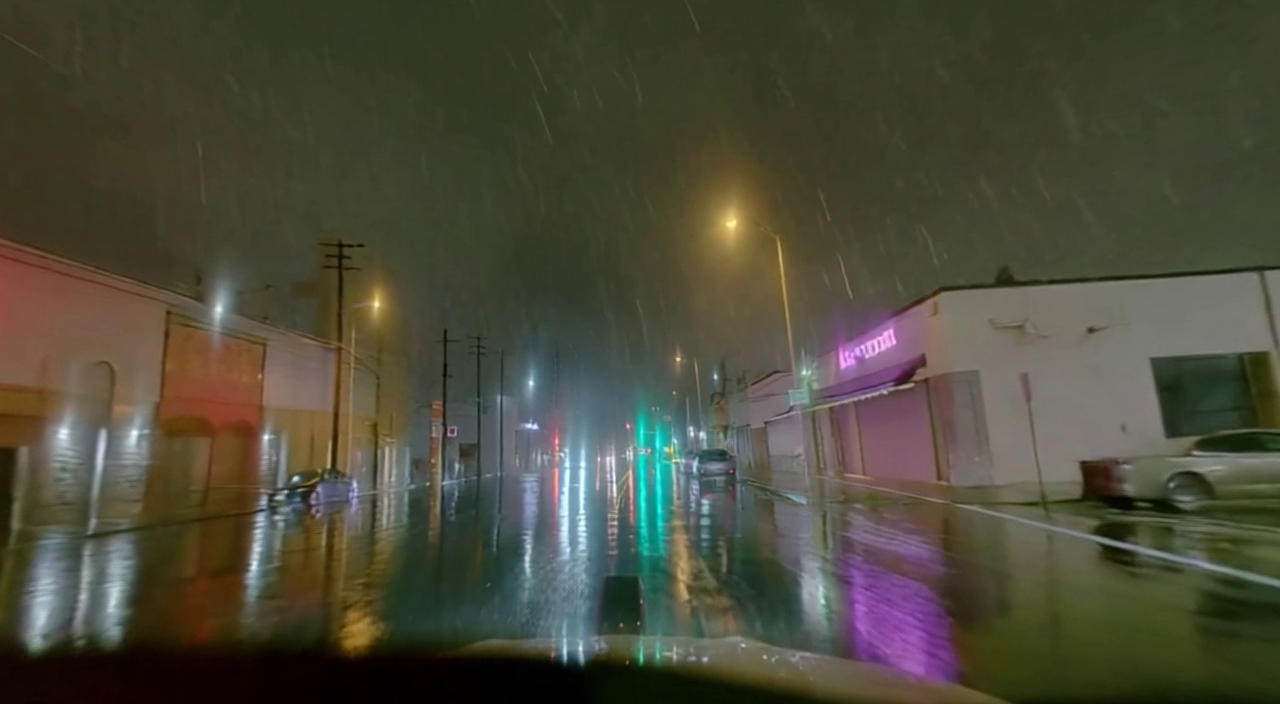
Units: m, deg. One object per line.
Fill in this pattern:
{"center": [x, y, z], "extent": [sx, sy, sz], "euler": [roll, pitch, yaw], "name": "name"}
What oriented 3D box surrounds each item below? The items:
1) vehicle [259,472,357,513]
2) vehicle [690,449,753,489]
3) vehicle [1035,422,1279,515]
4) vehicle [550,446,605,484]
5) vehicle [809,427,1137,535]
{"center": [-15.535, 6.576, 29.911], "extent": [2.073, 1.492, 4.687], "euler": [-1, -8, 1], "name": "vehicle"}
{"center": [3.425, 5.020, 27.477], "extent": [2.007, 1.558, 4.464], "euler": [0, -9, -2], "name": "vehicle"}
{"center": [10.847, 2.195, 12.140], "extent": [5.034, 1.590, 2.025], "euler": [-2, -9, 15], "name": "vehicle"}
{"center": [-3.228, 5.898, 33.454], "extent": [2.348, 1.831, 4.737], "euler": [0, -9, 1], "name": "vehicle"}
{"center": [5.441, 2.176, 11.038], "extent": [4.474, 1.632, 2.234], "euler": [-1, -9, 6], "name": "vehicle"}
